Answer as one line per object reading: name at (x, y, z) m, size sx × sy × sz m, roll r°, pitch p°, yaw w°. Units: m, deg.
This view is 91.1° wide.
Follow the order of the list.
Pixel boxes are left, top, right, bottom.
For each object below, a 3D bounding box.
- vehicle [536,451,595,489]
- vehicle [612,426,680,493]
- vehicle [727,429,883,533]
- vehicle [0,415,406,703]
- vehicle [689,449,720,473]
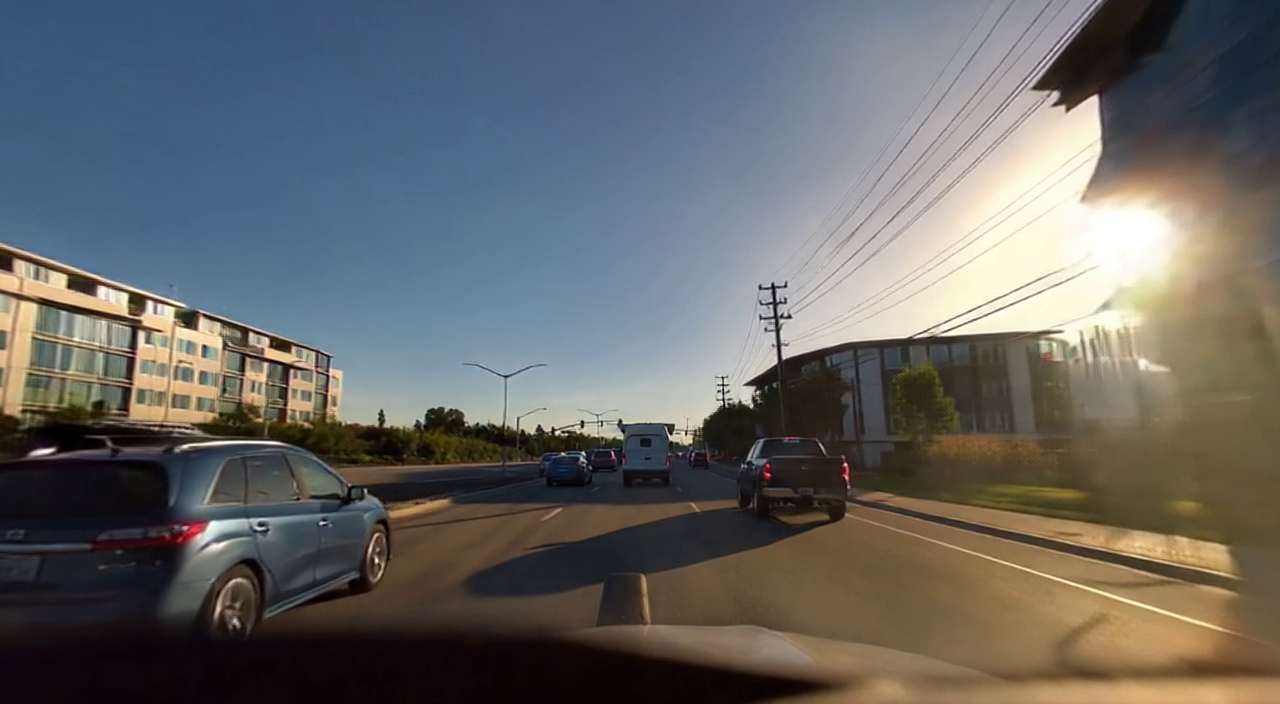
vehicle at (-3.263, 5.284, 28.502) m, size 1.984 × 1.567 × 4.311 m, roll 0°, pitch -9°, yaw 2°
vehicle at (0.366, 4.336, 25.662) m, size 2.457 × 2.440 × 5.486 m, roll -1°, pitch -9°, yaw 3°
vehicle at (3.382, 2.751, 13.999) m, size 2.283 × 1.923 × 4.427 m, roll 0°, pitch -9°, yaw 0°
vehicle at (-3.602, 1.432, 5.048) m, size 1.934 × 1.643 × 3.718 m, roll 0°, pitch -9°, yaw 1°
vehicle at (4.844, 8.291, 47.855) m, size 2.092 × 1.696 × 4.218 m, roll 0°, pitch -9°, yaw 2°
